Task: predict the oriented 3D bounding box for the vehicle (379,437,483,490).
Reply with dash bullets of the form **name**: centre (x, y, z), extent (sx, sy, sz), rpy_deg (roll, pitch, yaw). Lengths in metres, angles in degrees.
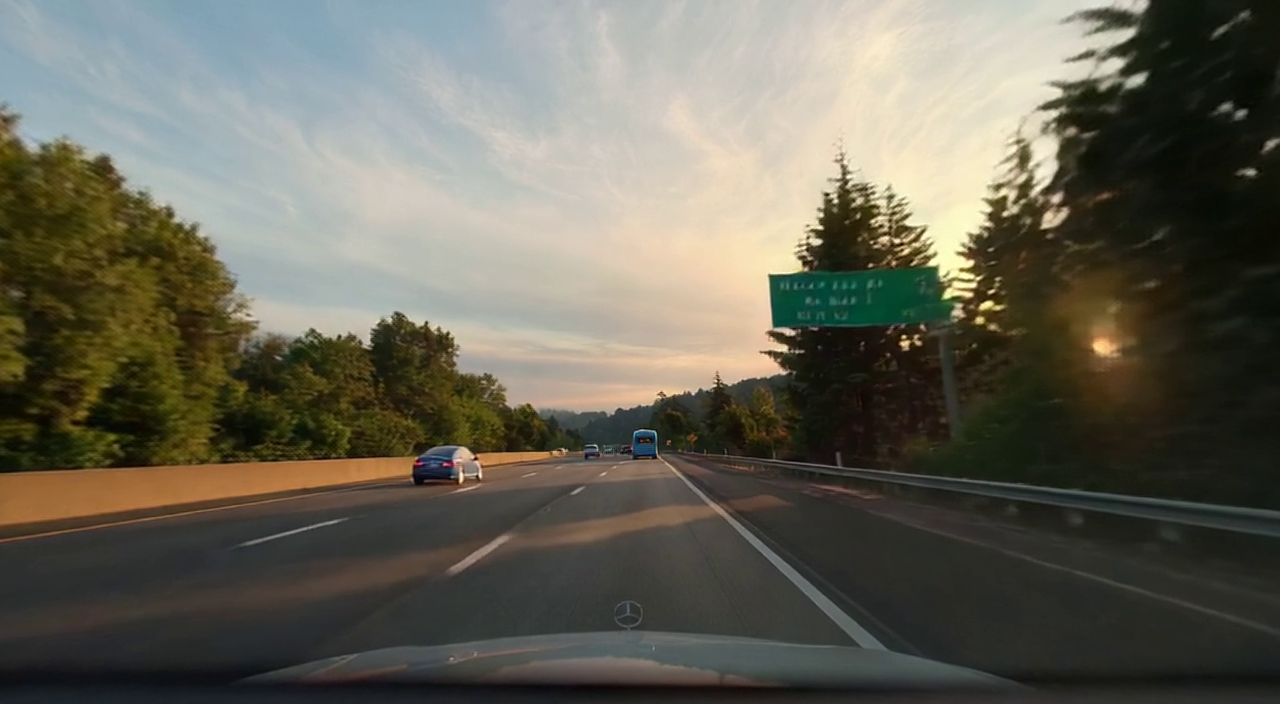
- **vehicle**: centre (-7.339, 3.954, 22.726), extent (2.080, 1.674, 4.660), rpy_deg (0, -8, 1)
